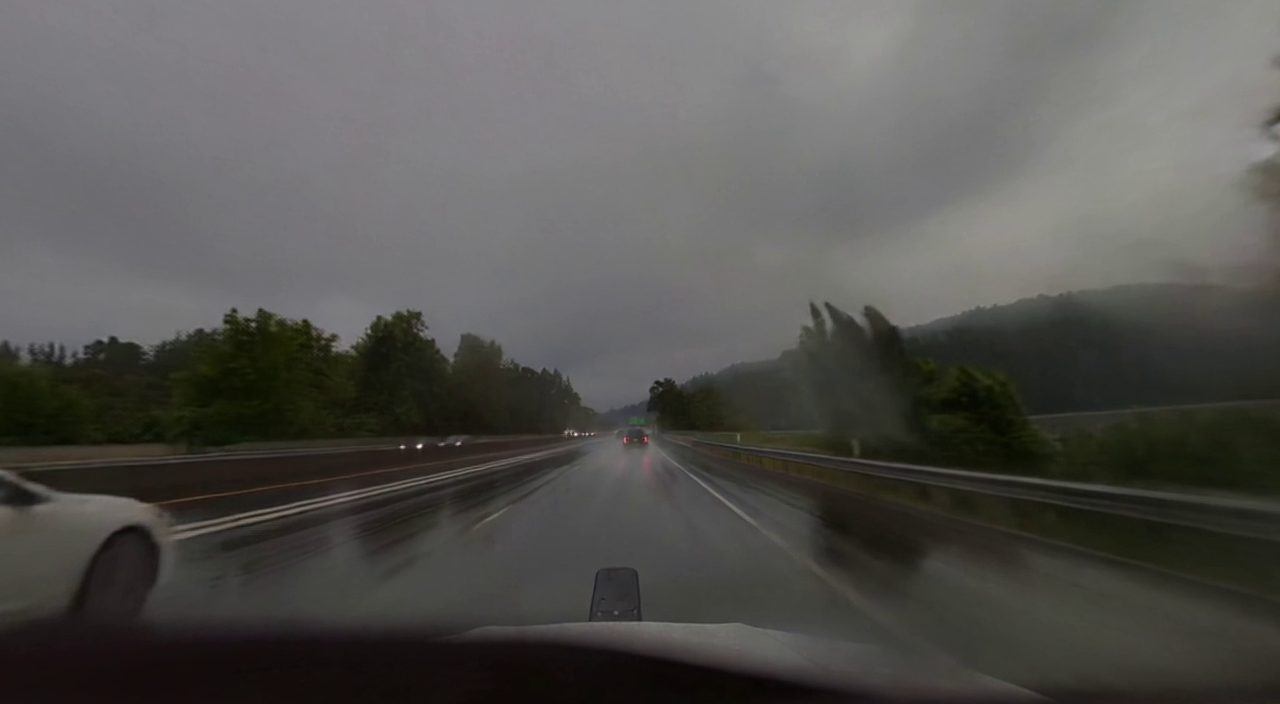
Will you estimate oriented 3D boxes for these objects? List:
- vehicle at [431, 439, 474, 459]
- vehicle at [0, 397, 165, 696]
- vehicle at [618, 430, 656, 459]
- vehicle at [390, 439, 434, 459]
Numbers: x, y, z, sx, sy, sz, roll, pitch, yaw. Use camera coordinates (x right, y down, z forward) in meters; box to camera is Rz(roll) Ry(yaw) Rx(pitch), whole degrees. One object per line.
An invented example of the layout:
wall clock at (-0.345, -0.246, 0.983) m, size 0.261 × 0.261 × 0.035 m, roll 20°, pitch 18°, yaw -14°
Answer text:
vehicle at (-13.801, 7.125, 46.587) m, size 1.932 × 1.420 × 3.930 m, roll 0°, pitch -8°, yaw 1°
vehicle at (-4.228, 0.841, 2.168) m, size 2.030 × 1.491 × 4.046 m, roll 0°, pitch -8°, yaw -1°
vehicle at (-0.194, 5.594, 38.404) m, size 2.134 × 1.654 × 4.174 m, roll 0°, pitch -8°, yaw -1°
vehicle at (-17.372, 7.347, 48.101) m, size 1.756 × 1.441 × 4.091 m, roll 0°, pitch -8°, yaw 1°
